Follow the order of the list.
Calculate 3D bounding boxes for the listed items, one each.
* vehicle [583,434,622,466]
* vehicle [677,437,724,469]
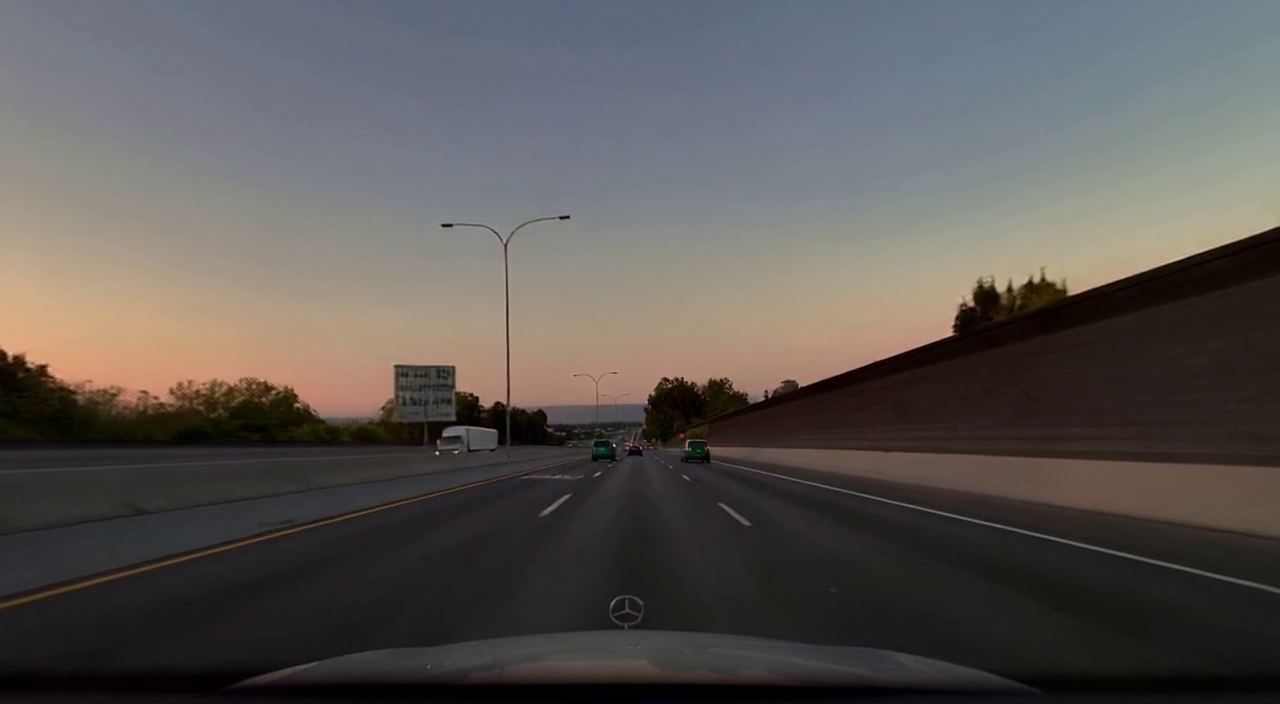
[{"bbox_3d":[-2.574,6.826,43.876,2.291,2.052,4.887,0,-9,2],"label":"vehicle"},{"bbox_3d":[3.295,5.612,34.986,2.202,1.682,4.188,0,-8,0],"label":"vehicle"}]
